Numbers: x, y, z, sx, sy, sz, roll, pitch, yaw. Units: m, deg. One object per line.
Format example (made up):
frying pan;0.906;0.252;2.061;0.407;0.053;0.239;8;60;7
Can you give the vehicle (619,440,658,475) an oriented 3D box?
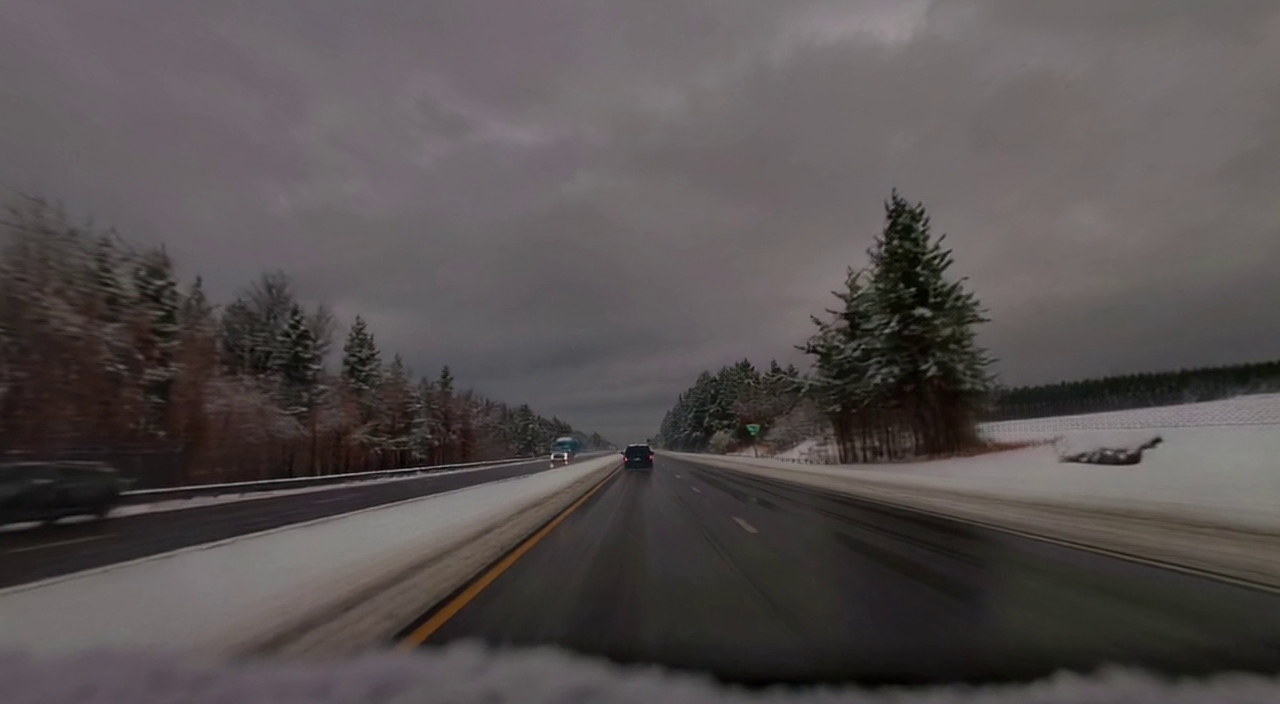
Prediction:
vehicle;-0.080;6.078;36.482;2.105;1.865;4.102;0;-9;0
